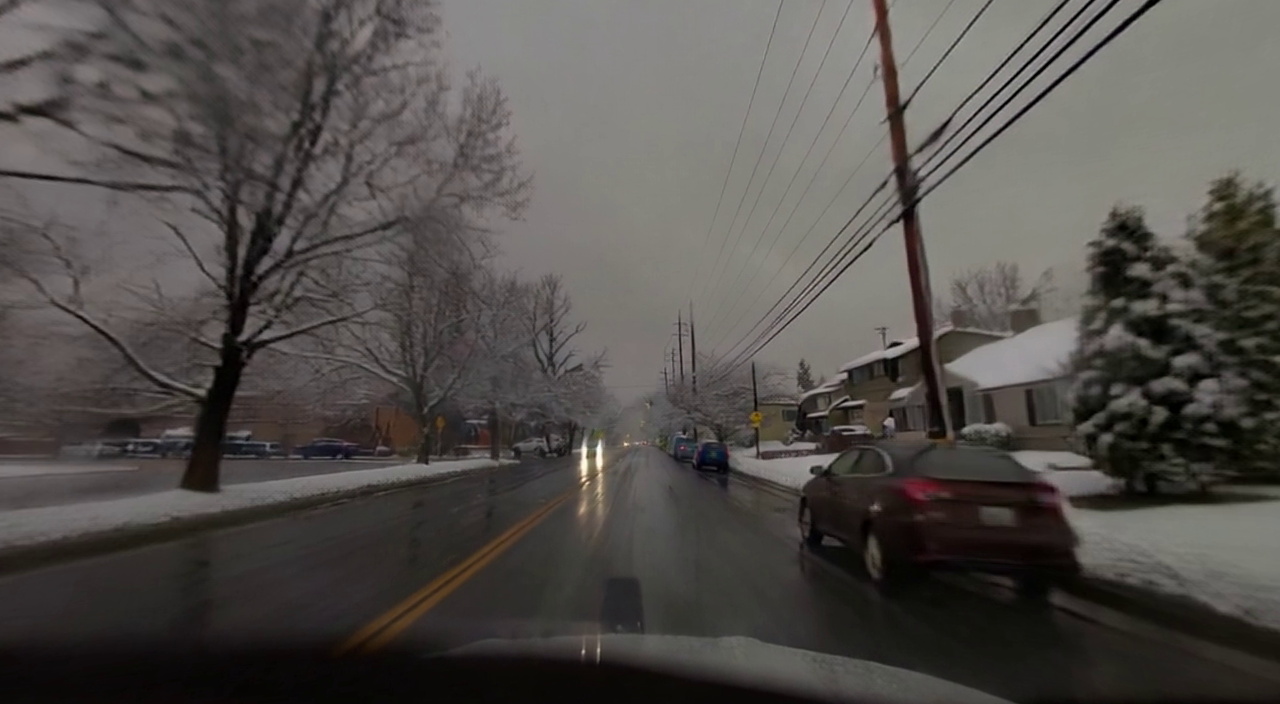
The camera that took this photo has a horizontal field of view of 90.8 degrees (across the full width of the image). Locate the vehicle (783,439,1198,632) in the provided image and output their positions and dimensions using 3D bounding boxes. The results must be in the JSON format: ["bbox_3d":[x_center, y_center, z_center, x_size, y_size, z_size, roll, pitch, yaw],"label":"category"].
[{"bbox_3d":[3.181,1.719,7.108,1.990,1.435,4.526,0,-8,-1],"label":"vehicle"}]

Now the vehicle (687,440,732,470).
[{"bbox_3d":[3.668,5.547,34.185,1.915,1.491,4.642,0,-8,0],"label":"vehicle"}]

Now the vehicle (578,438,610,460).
[{"bbox_3d":[-3.322,7.068,46.060,1.839,1.520,3.656,-1,-8,3],"label":"vehicle"}]

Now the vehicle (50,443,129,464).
[{"bbox_3d":[-41.083,7.541,47.190,4.019,1.503,1.979,0,-8,0],"label":"vehicle"}]
